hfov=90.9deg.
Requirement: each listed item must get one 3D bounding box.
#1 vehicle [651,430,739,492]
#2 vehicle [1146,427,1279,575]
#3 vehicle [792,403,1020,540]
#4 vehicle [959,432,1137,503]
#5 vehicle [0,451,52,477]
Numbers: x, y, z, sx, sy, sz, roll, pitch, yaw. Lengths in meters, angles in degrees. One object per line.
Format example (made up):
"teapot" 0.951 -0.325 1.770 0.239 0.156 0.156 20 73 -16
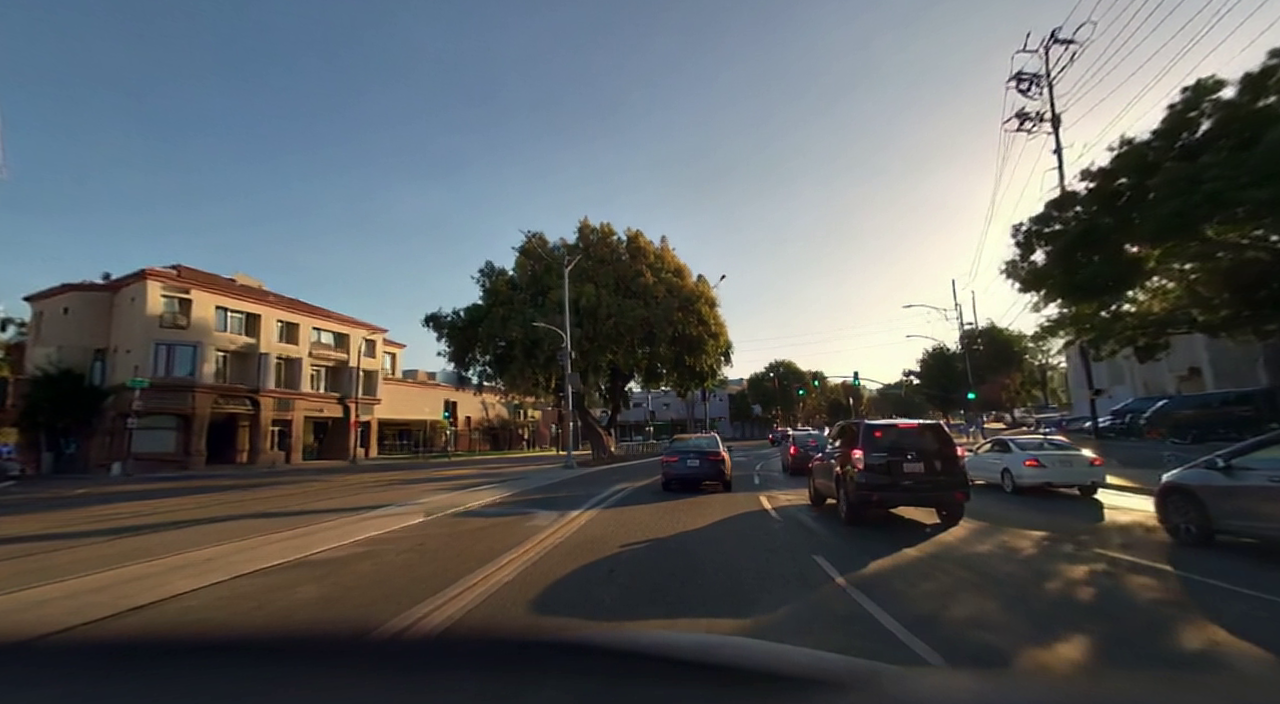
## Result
"vehicle" 1.678 3.027 17.802 2.168 1.527 4.174 -1 -9 9
"vehicle" 7.334 1.406 5.718 1.866 1.471 4.478 0 -9 2
"vehicle" 4.142 1.963 10.937 2.119 1.810 4.848 -1 -9 4
"vehicle" 9.759 2.782 15.610 1.882 1.463 4.543 -1 -9 8
"vehicle" -39.720 7.122 40.277 4.848 1.498 2.009 -6 -10 35
